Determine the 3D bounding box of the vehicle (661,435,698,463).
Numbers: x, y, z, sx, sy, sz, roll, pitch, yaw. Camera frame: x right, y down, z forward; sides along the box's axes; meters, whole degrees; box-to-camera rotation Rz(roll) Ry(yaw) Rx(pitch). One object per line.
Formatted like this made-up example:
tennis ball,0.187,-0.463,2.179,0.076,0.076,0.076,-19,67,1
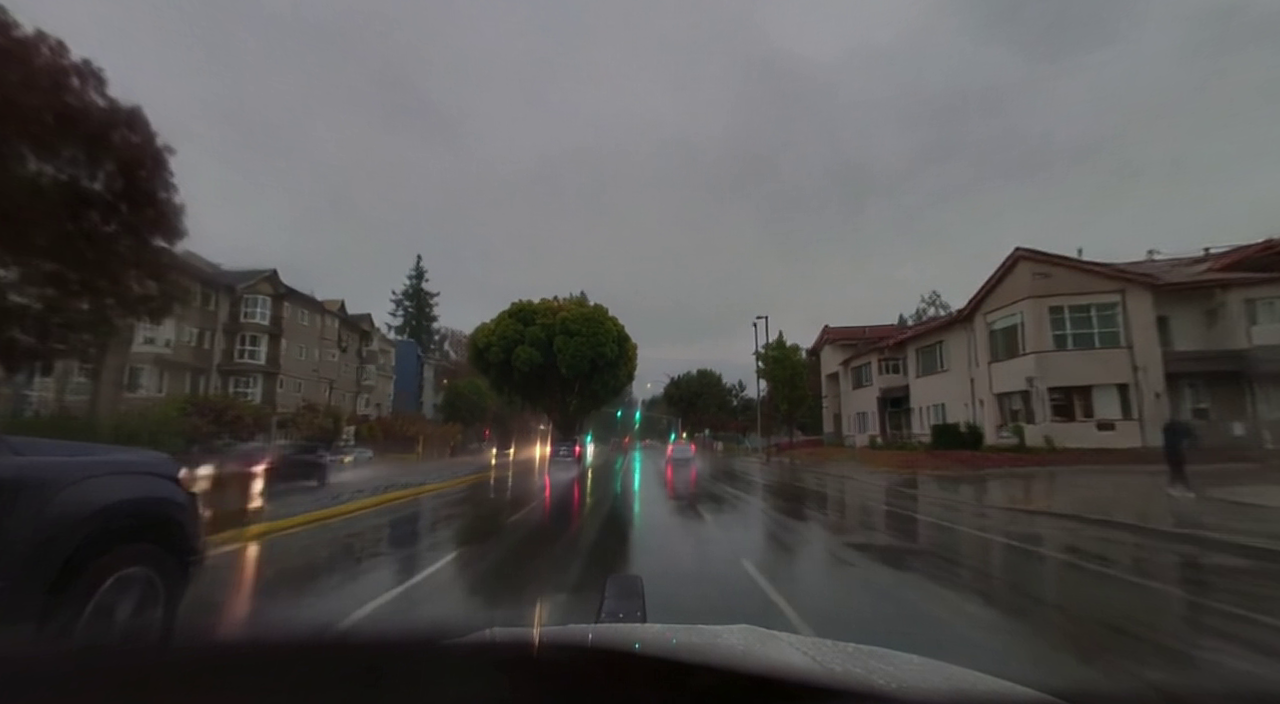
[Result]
vehicle,2.482,6.242,40.797,2.018,1.719,4.369,0,-8,-1

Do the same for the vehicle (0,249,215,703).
vehicle,-3.438,0.418,0.743,2.225,1.984,5.168,0,-8,0

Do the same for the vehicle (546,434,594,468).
vehicle,-3.749,5.382,34.596,2.083,1.685,4.069,0,-8,1

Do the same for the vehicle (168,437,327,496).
vehicle,-12.101,3.509,19.956,1.966,1.643,4.688,0,-8,0

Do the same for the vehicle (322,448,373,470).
vehicle,-22.881,8.351,49.666,1.918,1.586,4.366,0,-8,0
